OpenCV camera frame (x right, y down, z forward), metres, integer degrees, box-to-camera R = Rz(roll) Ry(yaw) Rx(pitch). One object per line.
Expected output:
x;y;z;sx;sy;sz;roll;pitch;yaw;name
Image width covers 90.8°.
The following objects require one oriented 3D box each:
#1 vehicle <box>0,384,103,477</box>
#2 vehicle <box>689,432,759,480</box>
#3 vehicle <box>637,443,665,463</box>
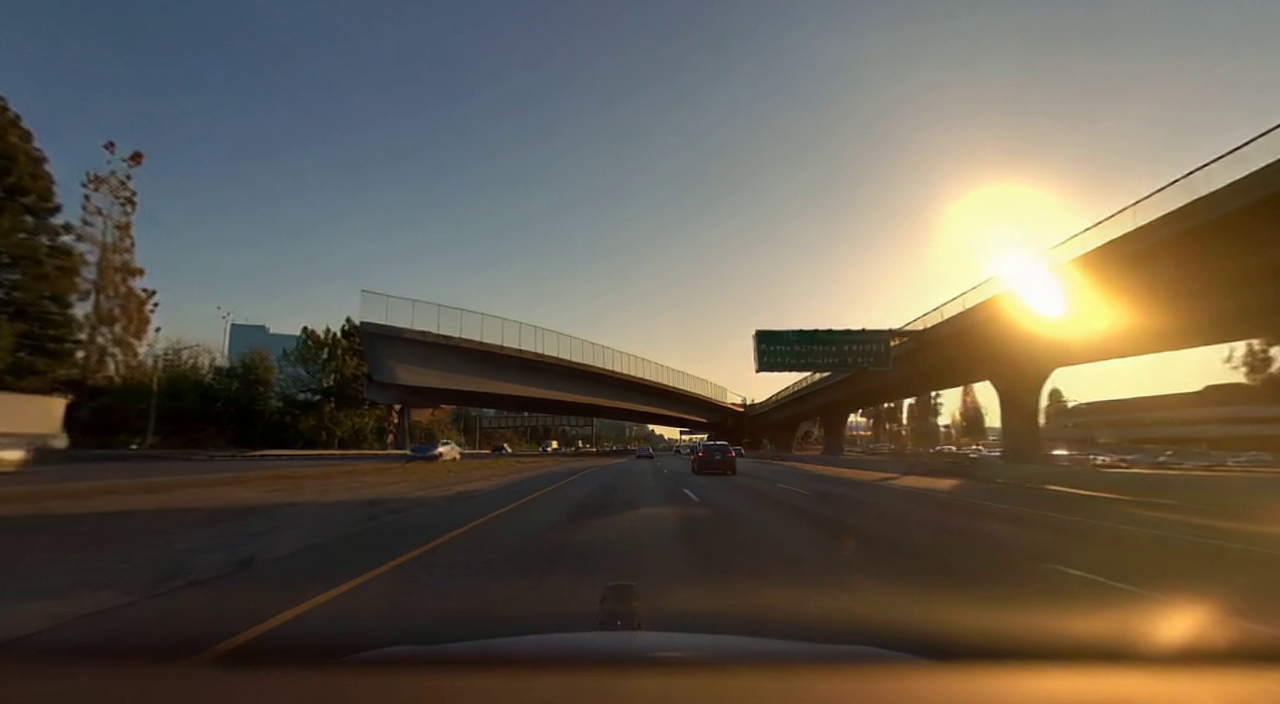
-30.599;3.126;25.833;2.913;4.150;16.271;0;-9;0;vehicle
3.386;4.330;26.476;2.226;1.779;4.835;0;-9;-1;vehicle
0.829;7.718;48.407;2.046;1.475;3.784;0;-9;1;vehicle
